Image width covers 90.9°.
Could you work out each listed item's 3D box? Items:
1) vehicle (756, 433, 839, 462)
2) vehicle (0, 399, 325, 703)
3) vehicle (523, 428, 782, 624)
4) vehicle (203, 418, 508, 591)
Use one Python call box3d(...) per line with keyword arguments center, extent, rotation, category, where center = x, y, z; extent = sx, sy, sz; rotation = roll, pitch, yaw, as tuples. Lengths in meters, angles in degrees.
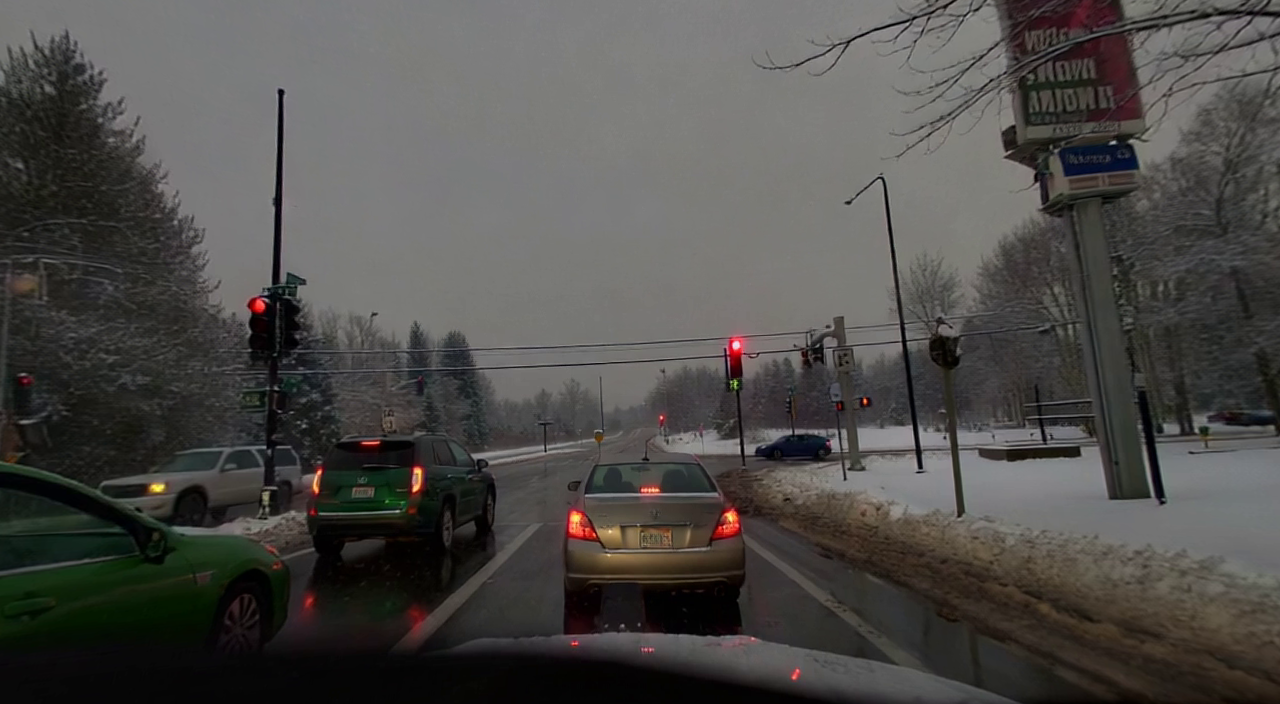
box3d(center=(8.457, 5.139, 33.850), extent=(4.165, 1.462, 1.914), rotation=(-3, -9, 17), category="vehicle")
box3d(center=(-3.148, 0.973, 2.426), extent=(1.808, 1.520, 3.846), rotation=(-1, -9, 1), category="vehicle")
box3d(center=(0.031, 1.600, 6.629), extent=(1.977, 1.467, 3.474), rotation=(0, -9, -2), category="vehicle")
box3d(center=(-3.165, 1.782, 8.140), extent=(1.950, 1.628, 4.082), rotation=(-1, -9, 1), category="vehicle")
